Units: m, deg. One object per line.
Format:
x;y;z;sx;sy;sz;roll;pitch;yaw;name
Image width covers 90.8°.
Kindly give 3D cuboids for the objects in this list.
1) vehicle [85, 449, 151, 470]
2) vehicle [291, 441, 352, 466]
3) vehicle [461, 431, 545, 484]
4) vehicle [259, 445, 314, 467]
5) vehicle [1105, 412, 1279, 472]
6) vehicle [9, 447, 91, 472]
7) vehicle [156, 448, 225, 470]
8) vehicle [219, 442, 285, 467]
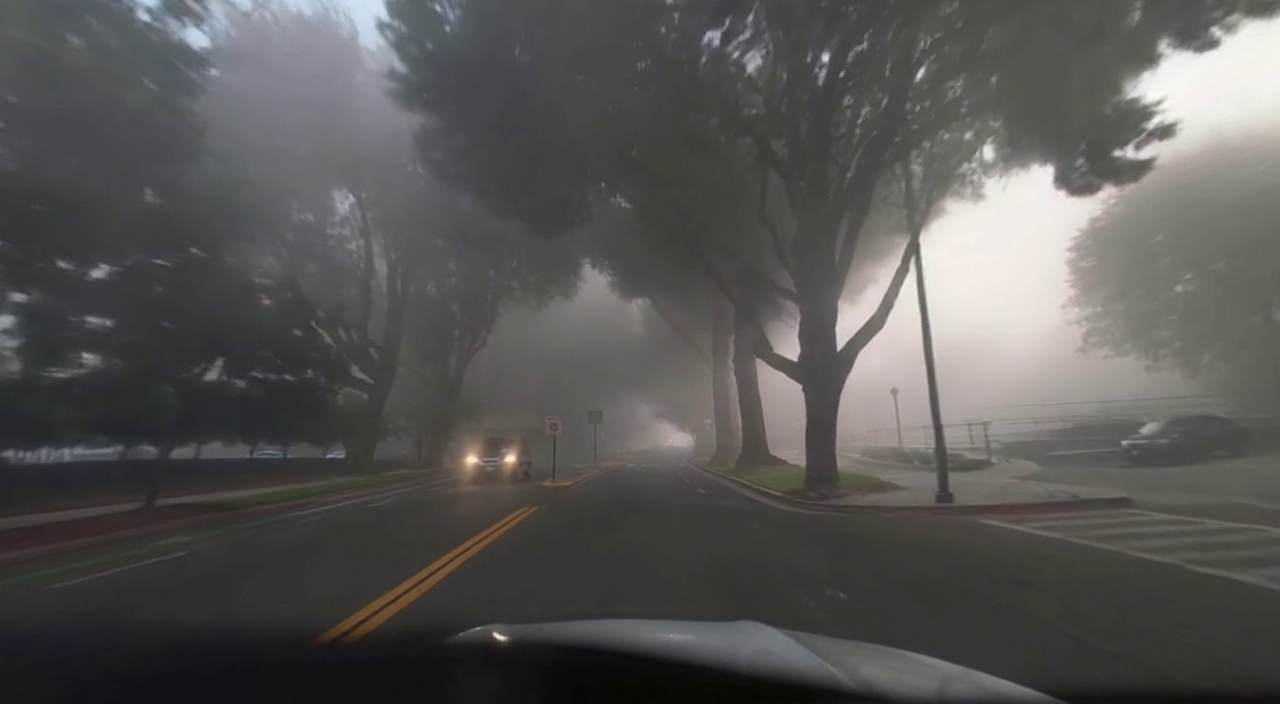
-39.000;8.058;47.334;1.666;1.471;3.630;2;-10;2;vehicle
-23.327;7.479;46.454;1.850;1.662;4.580;1;-10;3;vehicle
-5.442;4.278;25.965;2.252;1.936;5.538;-1;-8;0;vehicle
-26.006;7.629;46.612;1.641;1.505;4.016;-1;-9;2;vehicle
20.441;3.343;23.421;4.593;1.776;2.094;-4;-9;-1;vehicle
-44.239;8.095;47.490;1.823;1.673;4.232;-4;-10;5;vehicle
-33.563;7.962;47.320;1.785;1.493;4.343;-1;-8;4;vehicle
-28.463;7.518;46.537;1.977;1.701;4.396;-1;-8;2;vehicle
